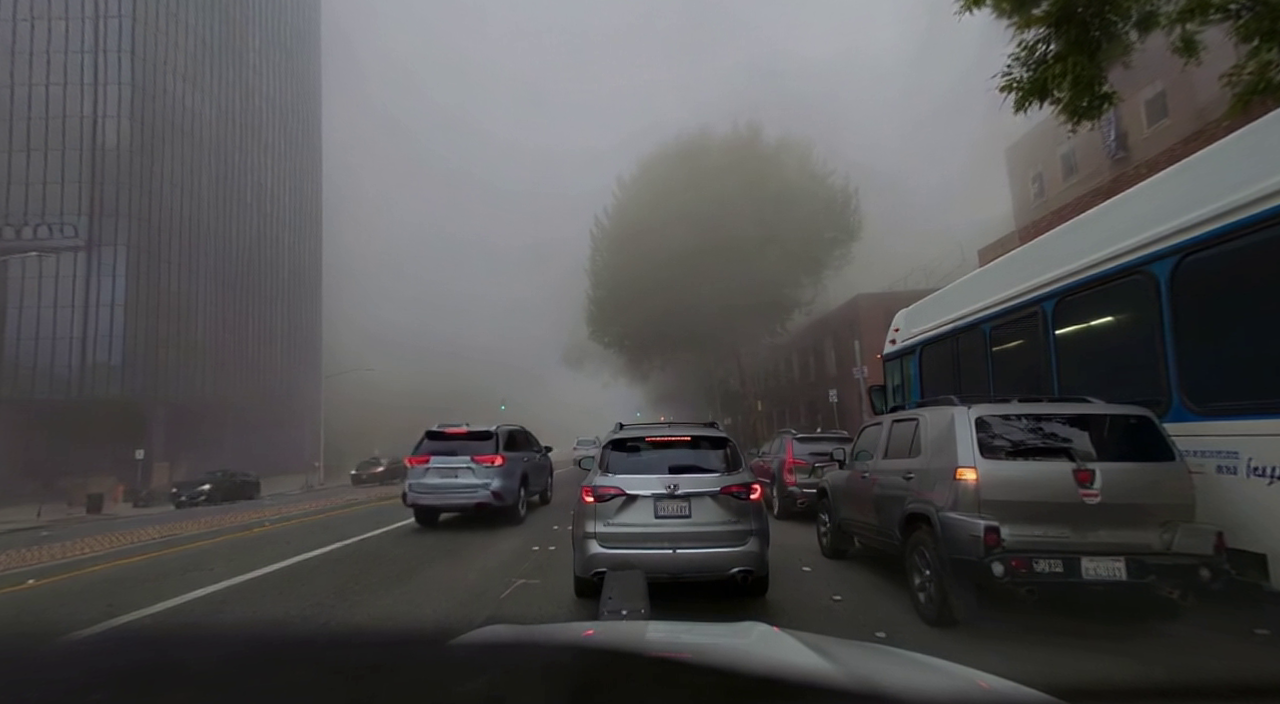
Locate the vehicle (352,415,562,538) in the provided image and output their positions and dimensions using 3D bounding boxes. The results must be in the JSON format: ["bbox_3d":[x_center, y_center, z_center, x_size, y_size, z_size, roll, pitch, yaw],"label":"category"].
[{"bbox_3d":[-3.135,2.315,12.451,2.375,1.847,5.606,0,-9,1],"label":"vehicle"}]

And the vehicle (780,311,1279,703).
[{"bbox_3d":[2.745,1.109,4.904,2.117,1.855,4.794,0,-9,-1],"label":"vehicle"}]

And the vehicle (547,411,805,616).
[{"bbox_3d":[0.232,1.554,6.872,2.045,1.608,3.573,0,-9,-2],"label":"vehicle"}]

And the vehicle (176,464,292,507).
[{"bbox_3d":[-19.366,6.353,30.407,2.274,1.708,4.863,0,-9,1],"label":"vehicle"}]

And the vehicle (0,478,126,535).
[{"bbox_3d":[-22.641,5.780,24.046,1.975,1.698,4.715,0,-9,2],"label":"vehicle"}]
